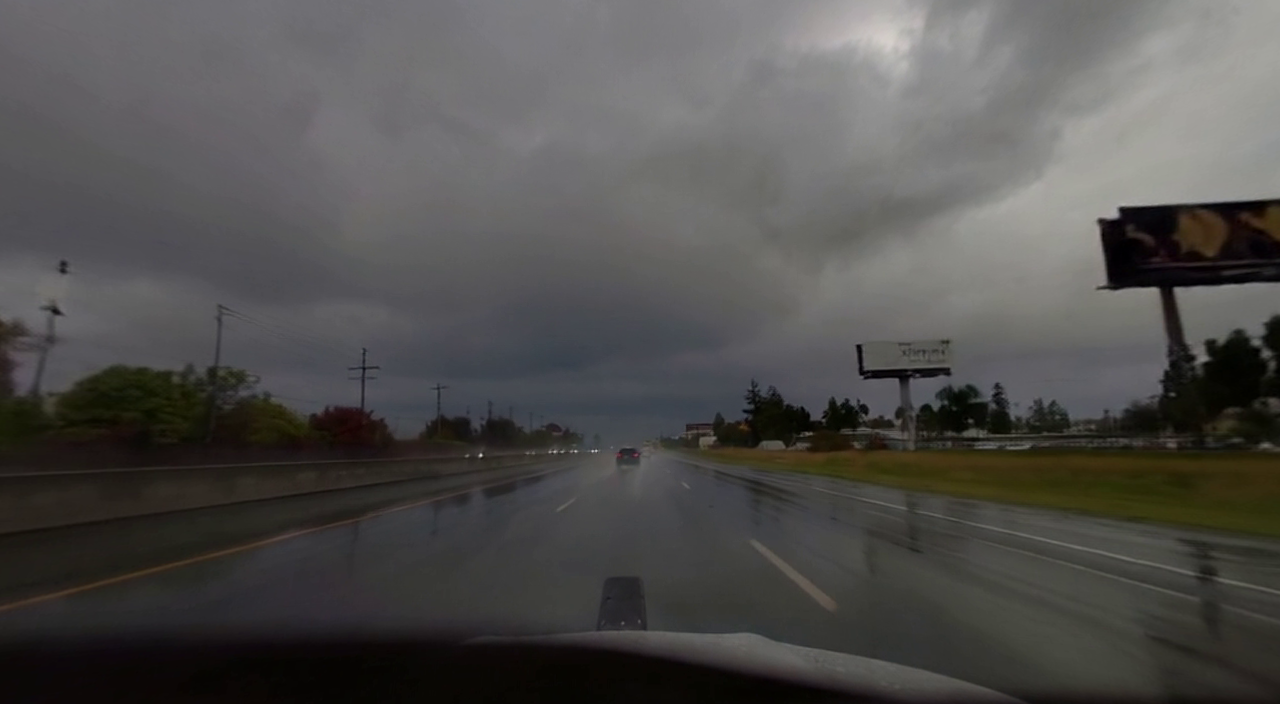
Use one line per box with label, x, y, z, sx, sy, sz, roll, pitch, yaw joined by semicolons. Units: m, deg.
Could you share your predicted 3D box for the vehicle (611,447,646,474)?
vehicle;-0.636;6.380;37.141;1.916;1.494;4.335;0;-9;0
